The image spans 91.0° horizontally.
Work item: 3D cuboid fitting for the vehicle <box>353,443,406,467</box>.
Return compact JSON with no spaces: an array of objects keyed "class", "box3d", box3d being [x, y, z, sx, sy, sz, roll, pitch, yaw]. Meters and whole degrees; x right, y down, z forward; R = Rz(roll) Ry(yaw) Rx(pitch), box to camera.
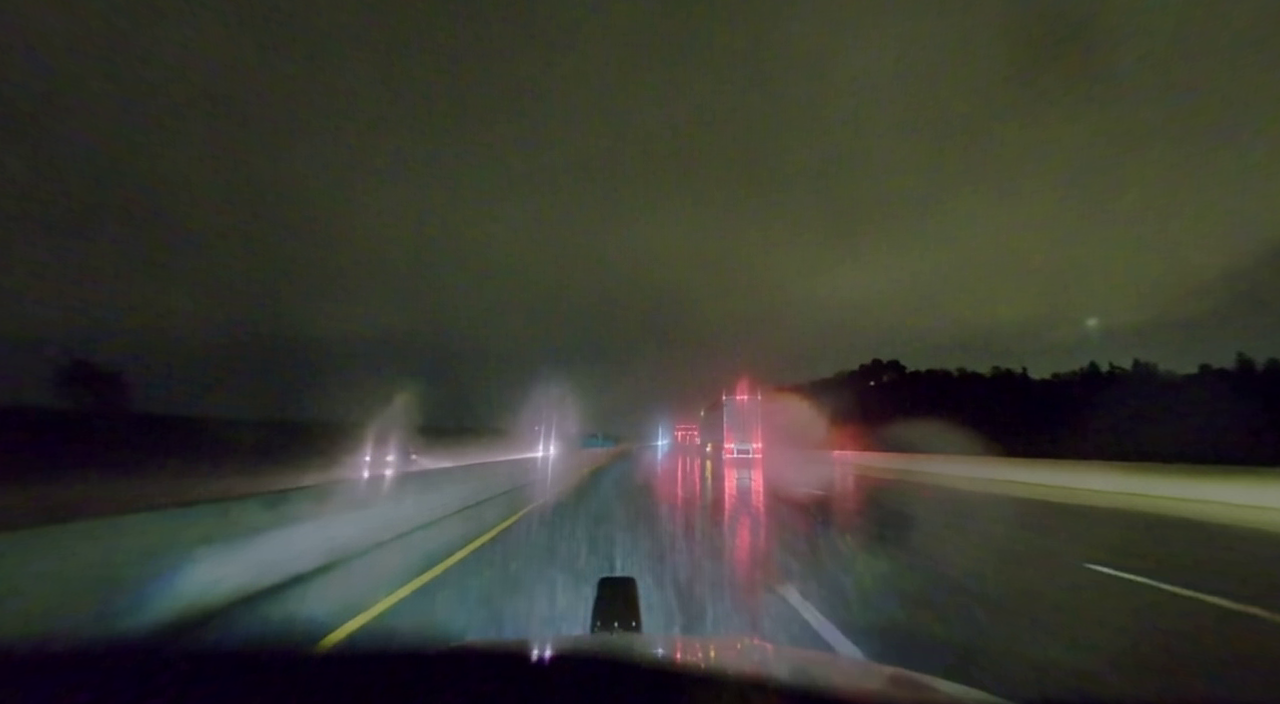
[{"class":"vehicle","box3d":[-16.054,6.361,38.970,1.742,1.396,3.714,0,-8,0]}]
